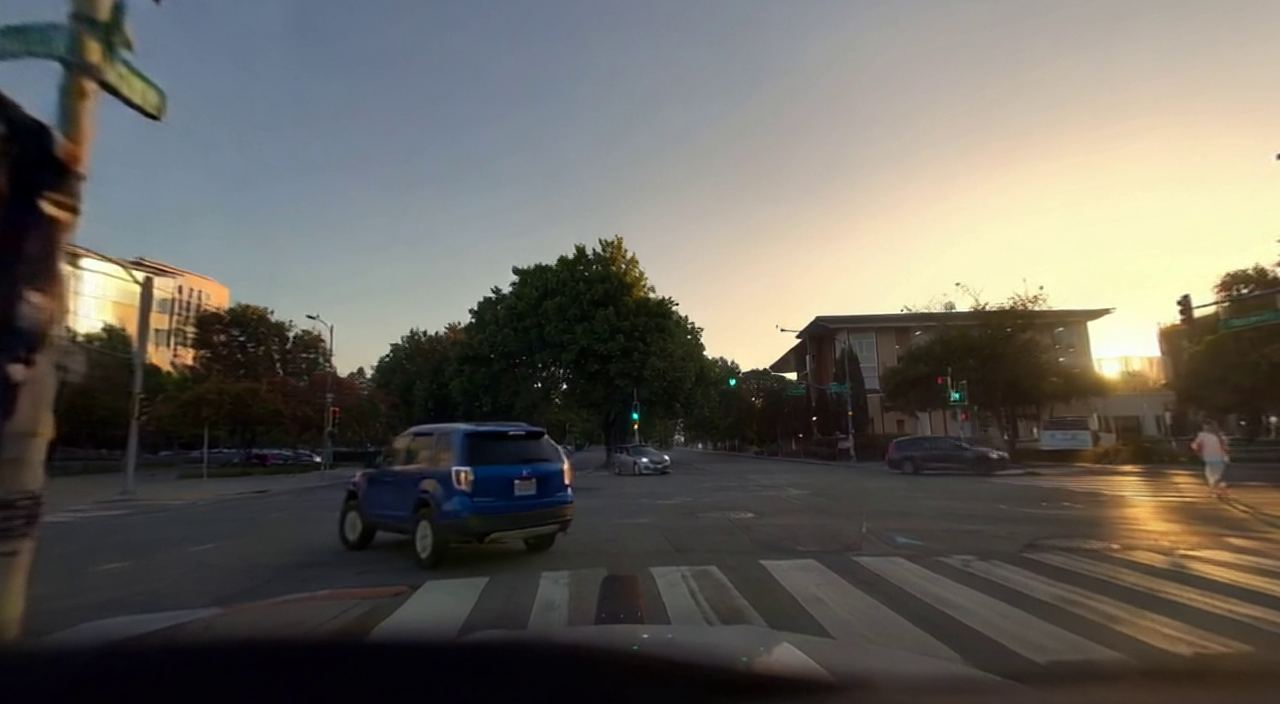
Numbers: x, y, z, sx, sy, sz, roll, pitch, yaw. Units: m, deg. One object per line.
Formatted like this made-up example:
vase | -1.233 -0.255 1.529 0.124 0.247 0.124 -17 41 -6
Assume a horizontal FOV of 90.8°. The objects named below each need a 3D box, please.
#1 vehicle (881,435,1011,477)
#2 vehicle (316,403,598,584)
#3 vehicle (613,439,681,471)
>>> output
vehicle | 12.443 4.235 25.922 4.529 1.604 2.130 -4 -9 25
vehicle | -2.648 1.747 8.605 2.085 1.807 4.038 7 -11 -41
vehicle | 0.311 5.768 35.552 1.998 1.674 4.652 4 -9 -24
